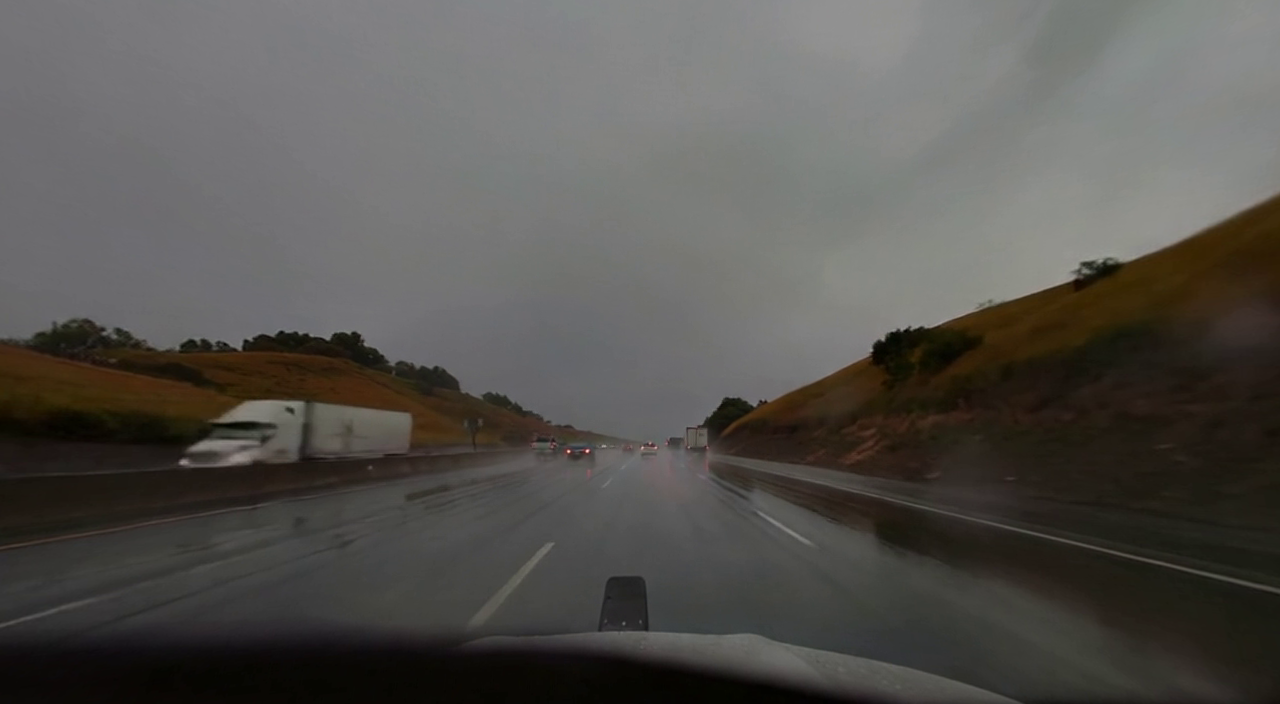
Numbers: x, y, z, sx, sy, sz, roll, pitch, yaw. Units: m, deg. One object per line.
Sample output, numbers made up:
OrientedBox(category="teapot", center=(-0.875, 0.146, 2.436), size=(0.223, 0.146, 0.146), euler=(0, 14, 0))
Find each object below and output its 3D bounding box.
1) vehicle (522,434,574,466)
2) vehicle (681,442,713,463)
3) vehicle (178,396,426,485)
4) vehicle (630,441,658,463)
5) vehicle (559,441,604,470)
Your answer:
OrientedBox(category="vehicle", center=(-6.269, 6.792, 43.998), size=(2.589, 2.063, 6.206), euler=(0, -8, 1))
OrientedBox(category="vehicle", center=(4.378, 7.722, 48.650), size=(2.027, 1.525, 4.348), euler=(0, -8, 0))
OrientedBox(category="vehicle", center=(-13.252, 3.845, 27.141), size=(3.356, 2.882, 13.070), euler=(0, -8, 1))
OrientedBox(category="vehicle", center=(0.305, 7.558, 47.756), size=(2.031, 1.566, 3.904), euler=(0, -8, 0))
OrientedBox(category="vehicle", center=(-3.279, 5.913, 36.377), size=(2.091, 1.552, 4.516), euler=(0, -8, 1))
